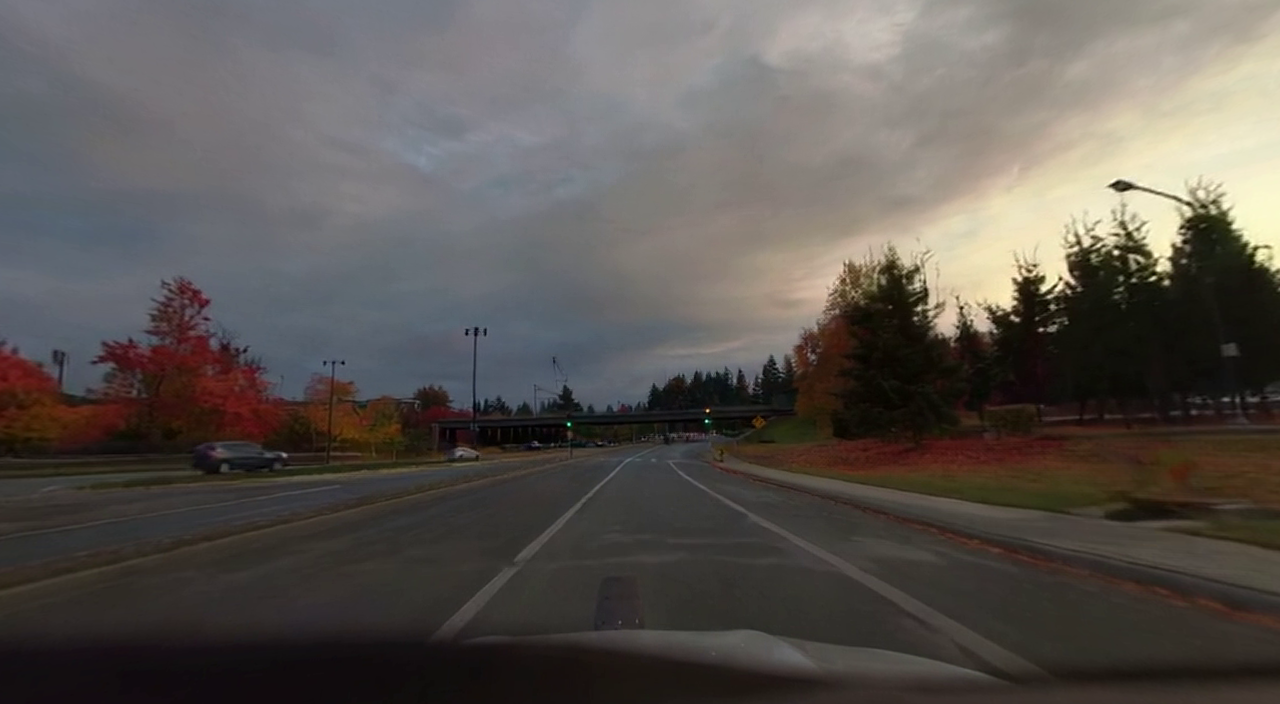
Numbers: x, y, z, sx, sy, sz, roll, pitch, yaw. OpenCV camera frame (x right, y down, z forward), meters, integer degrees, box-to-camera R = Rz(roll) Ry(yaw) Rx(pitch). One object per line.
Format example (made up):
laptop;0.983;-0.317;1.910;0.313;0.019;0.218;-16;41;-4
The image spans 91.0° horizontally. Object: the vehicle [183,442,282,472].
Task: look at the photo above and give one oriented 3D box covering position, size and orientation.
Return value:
vehicle;-28.754;7.398;44.688;2.242;1.955;5.600;-3;-9;19
